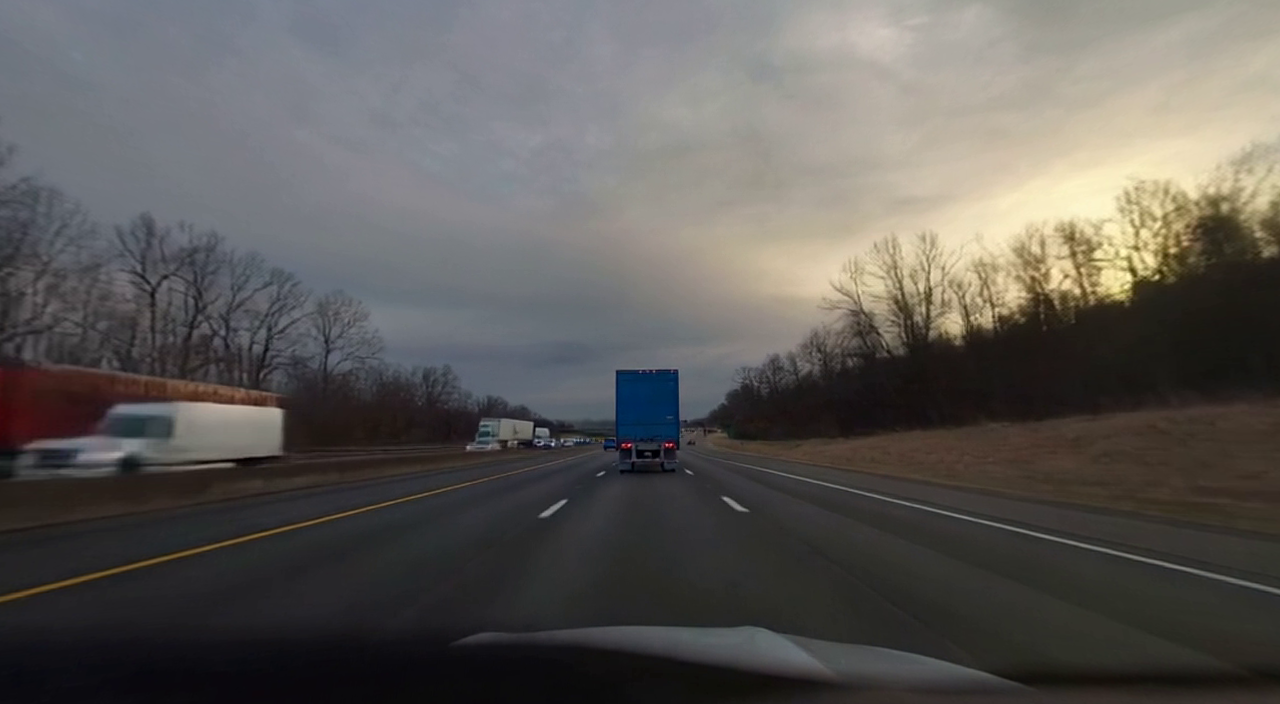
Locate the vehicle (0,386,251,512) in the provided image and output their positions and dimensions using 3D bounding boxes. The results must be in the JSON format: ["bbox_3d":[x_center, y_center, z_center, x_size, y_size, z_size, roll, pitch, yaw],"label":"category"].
[{"bbox_3d":[-13.329,2.434,16.054,2.293,2.516,6.817,0,-8,0],"label":"vehicle"}]

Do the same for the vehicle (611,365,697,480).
[{"bbox_3d":[0.563,3.233,27.426,3.010,4.039,10.481,0,-8,1],"label":"vehicle"}]
